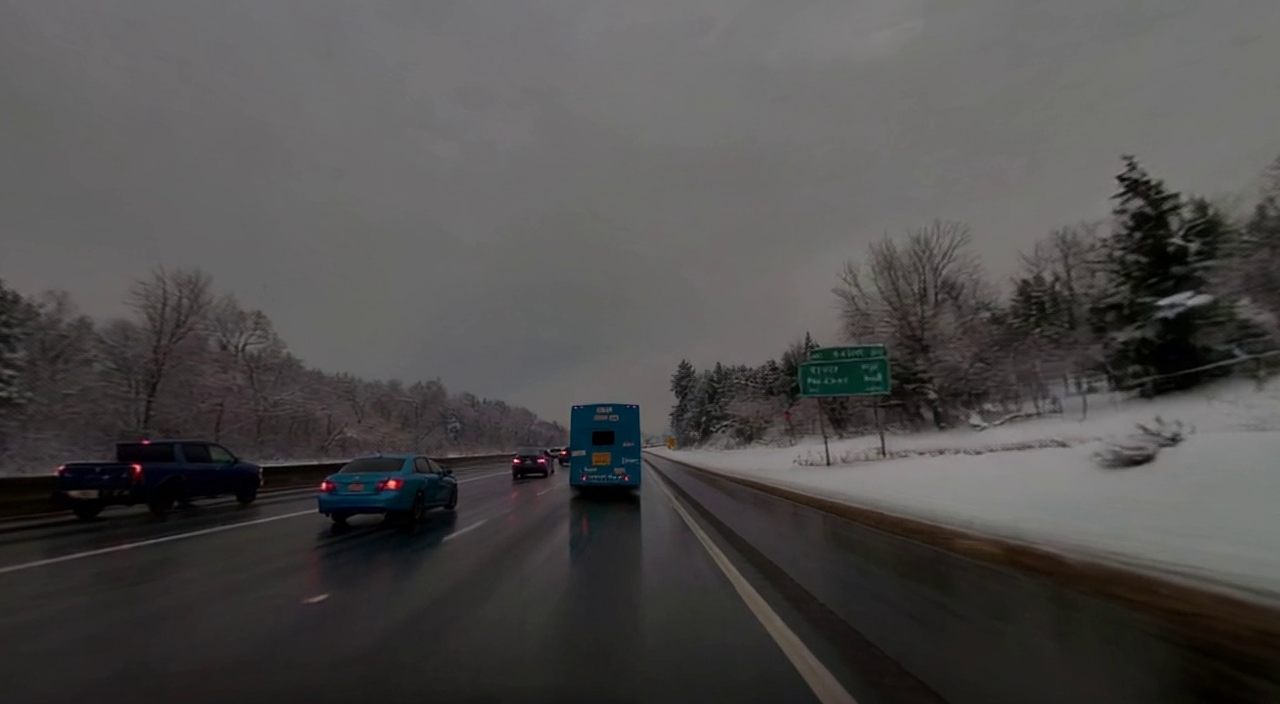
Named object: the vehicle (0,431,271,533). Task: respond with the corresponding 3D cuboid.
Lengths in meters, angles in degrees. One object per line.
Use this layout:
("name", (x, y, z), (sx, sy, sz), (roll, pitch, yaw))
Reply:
("vehicle", (-9.558, 2.430, 12.339), (2.010, 1.621, 4.252), (0, -9, 0))

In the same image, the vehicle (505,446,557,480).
("vehicle", (-5.085, 5.241, 29.834), (1.872, 1.480, 3.545), (0, -9, -1))

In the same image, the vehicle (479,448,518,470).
("vehicle", (-10.100, 7.653, 45.126), (1.886, 1.462, 4.084), (0, -9, -1))

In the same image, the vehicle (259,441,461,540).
("vehicle", (-4.762, 2.383, 11.464), (1.876, 1.438, 4.072), (0, -9, -1))

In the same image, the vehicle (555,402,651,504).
("vehicle", (-0.961, 2.946, 18.562), (2.394, 2.556, 5.232), (0, -9, -1))
